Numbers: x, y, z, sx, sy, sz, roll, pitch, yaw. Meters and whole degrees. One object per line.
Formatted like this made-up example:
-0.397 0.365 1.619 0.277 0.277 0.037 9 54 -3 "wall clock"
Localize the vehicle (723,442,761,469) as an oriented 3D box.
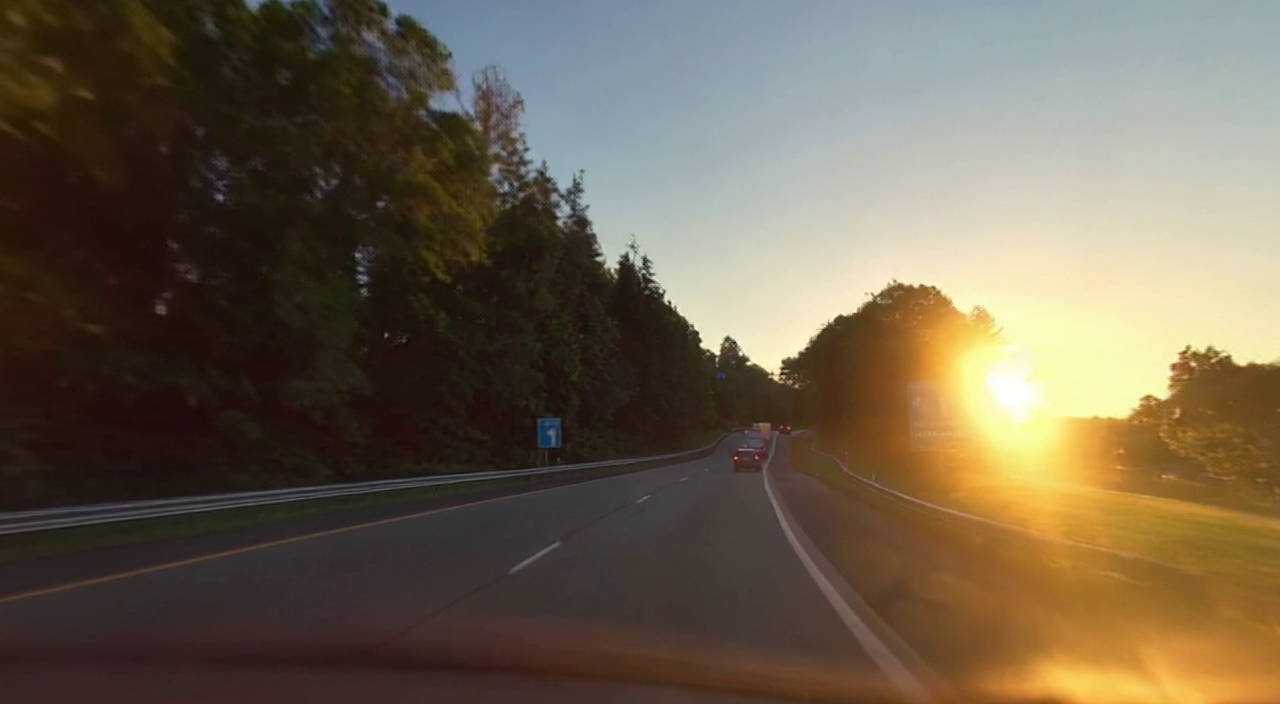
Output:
6.945 6.954 42.526 2.221 1.674 4.325 -2 -9 12 "vehicle"
